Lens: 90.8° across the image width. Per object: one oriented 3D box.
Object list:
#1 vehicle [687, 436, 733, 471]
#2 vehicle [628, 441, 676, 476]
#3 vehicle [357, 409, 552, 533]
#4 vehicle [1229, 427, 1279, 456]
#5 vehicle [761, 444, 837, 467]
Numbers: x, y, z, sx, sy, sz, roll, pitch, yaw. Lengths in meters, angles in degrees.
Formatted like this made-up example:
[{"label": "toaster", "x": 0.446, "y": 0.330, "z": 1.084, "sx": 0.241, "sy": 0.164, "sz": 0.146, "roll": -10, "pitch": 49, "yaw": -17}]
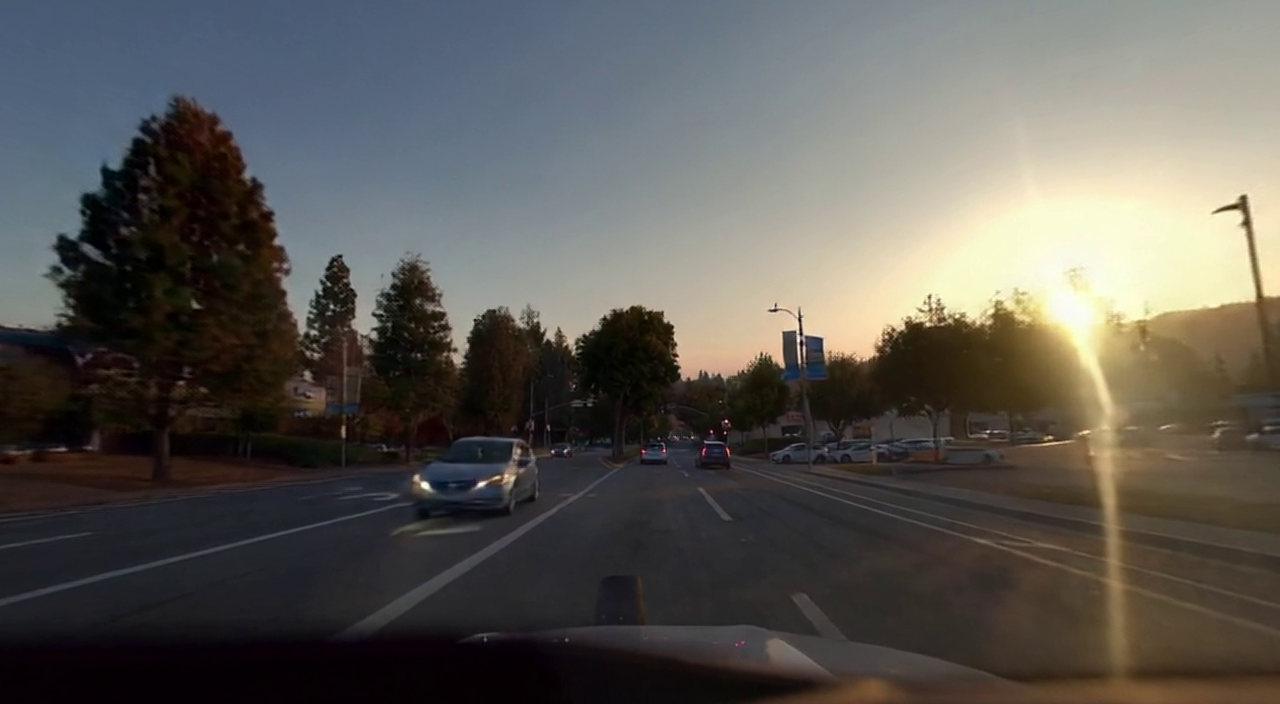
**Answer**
[{"label": "vehicle", "x": 3.732, "y": 5.505, "z": 34.542, "sx": 2.046, "sy": 1.768, "sz": 4.370, "roll": 0, "pitch": -8, "yaw": 1}, {"label": "vehicle", "x": 0.500, "y": 4.636, "z": 27.813, "sx": 1.917, "sy": 1.418, "sz": 3.987, "roll": 0, "pitch": -8, "yaw": 0}, {"label": "vehicle", "x": -3.006, "y": 2.061, "z": 11.454, "sx": 2.092, "sy": 1.779, "sz": 4.468, "roll": 0, "pitch": -8, "yaw": 1}, {"label": "vehicle", "x": 41.299, "y": 5.764, "z": 40.934, "sx": 4.029, "sy": 1.649, "sz": 1.857, "roll": -4, "pitch": -8, "yaw": 6}, {"label": "vehicle", "x": 10.650, "y": 6.942, "z": 42.509, "sx": 4.662, "sy": 1.495, "sz": 1.998, "roll": -1, "pitch": -9, "yaw": 5}]
